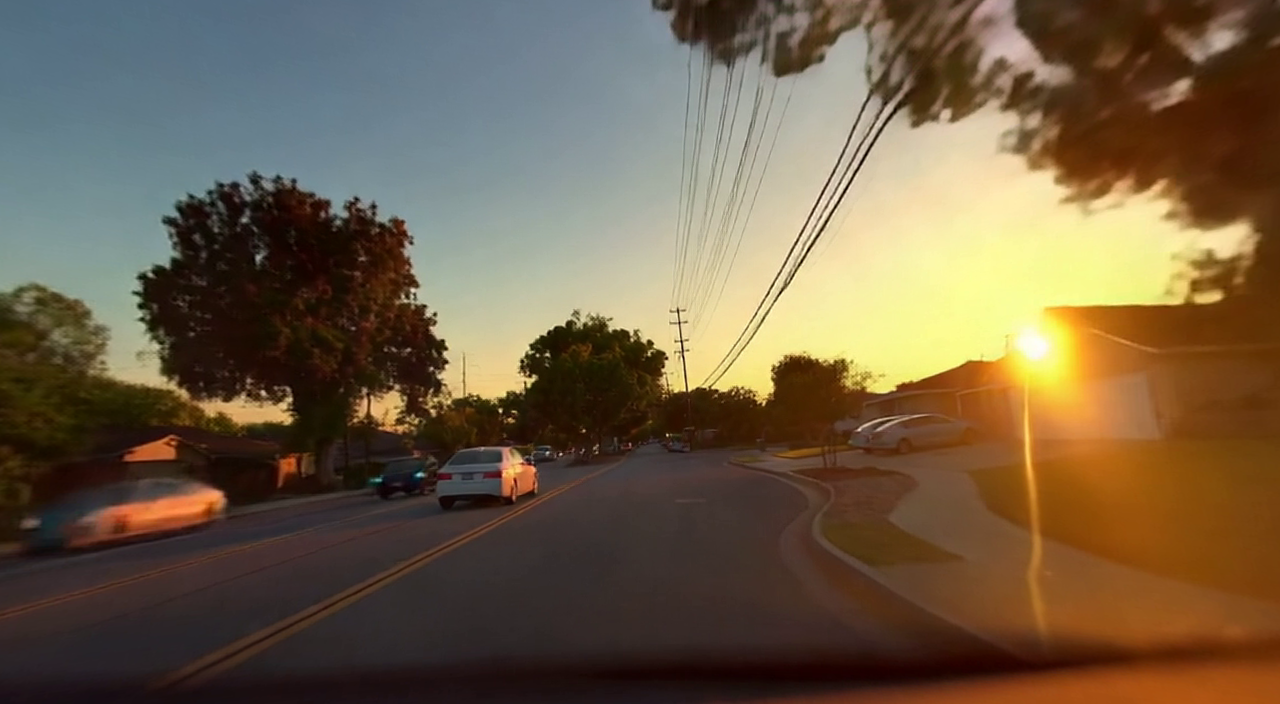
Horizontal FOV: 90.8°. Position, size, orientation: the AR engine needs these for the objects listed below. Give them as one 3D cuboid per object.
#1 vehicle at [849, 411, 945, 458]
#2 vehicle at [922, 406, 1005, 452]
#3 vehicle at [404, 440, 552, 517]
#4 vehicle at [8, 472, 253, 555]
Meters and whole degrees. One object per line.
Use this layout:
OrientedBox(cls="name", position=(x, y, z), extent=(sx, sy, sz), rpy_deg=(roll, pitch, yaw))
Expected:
OrientedBox(cls="vehicle", position=(10.802, 3.597, 27.069), extent=(2.121, 1.799, 5.124), rpy_deg=(0, -9, 2))
OrientedBox(cls="vehicle", position=(13.749, 3.365, 27.132), extent=(1.894, 1.664, 4.159), rpy_deg=(3, -9, 8))
OrientedBox(cls="vehicle", position=(-3.489, 2.817, 14.671), extent=(2.041, 1.471, 4.602), rpy_deg=(0, -9, 2))
OrientedBox(cls="vehicle", position=(-11.917, 3.770, 15.364), extent=(2.084, 1.505, 4.746), rpy_deg=(0, -9, -2))
